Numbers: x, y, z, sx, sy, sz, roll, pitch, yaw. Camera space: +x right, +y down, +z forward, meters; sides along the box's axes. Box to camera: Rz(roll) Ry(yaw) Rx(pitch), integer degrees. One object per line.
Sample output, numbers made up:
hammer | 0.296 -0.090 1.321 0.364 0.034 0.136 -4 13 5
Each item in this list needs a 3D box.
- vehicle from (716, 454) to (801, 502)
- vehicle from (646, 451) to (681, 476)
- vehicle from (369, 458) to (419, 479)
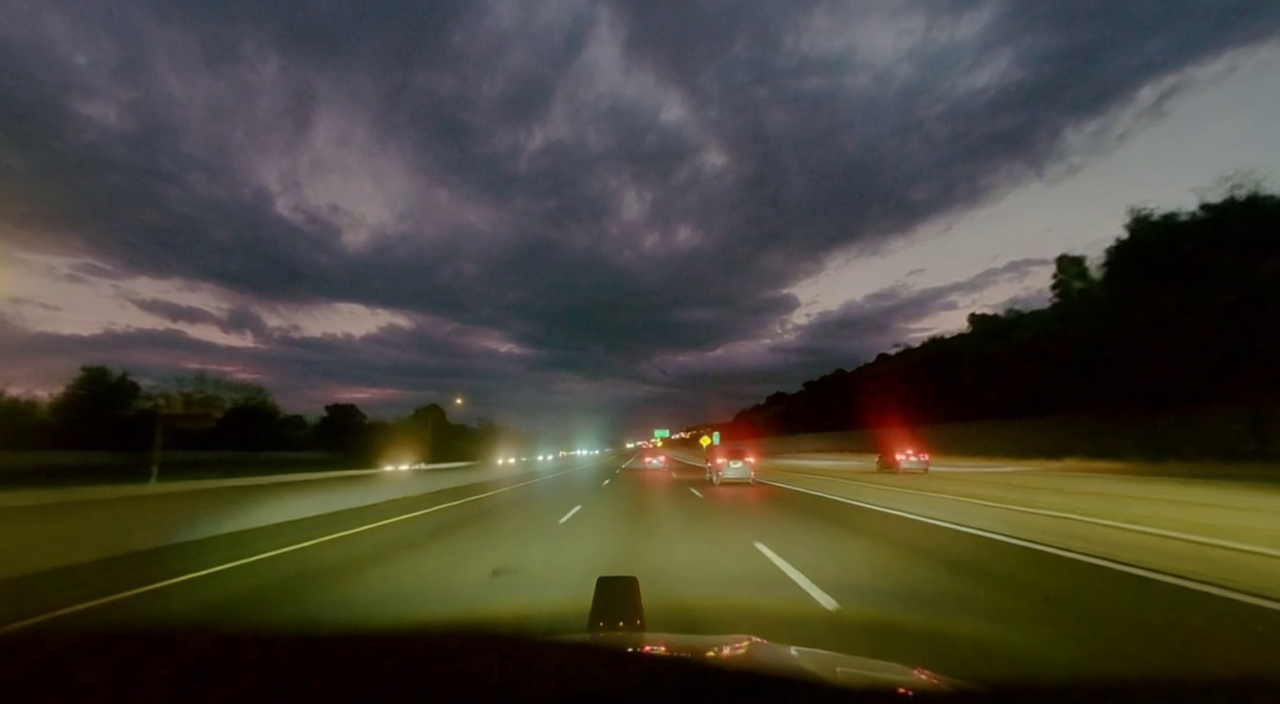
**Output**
vehicle | 3.575 3.857 19.651 1.883 1.320 3.386 0 -9 -1
vehicle | 1.400 6.876 39.042 2.065 1.400 4.028 0 -9 1
vehicle | -19.323 9.168 49.700 1.909 1.514 4.719 -1 -9 2
